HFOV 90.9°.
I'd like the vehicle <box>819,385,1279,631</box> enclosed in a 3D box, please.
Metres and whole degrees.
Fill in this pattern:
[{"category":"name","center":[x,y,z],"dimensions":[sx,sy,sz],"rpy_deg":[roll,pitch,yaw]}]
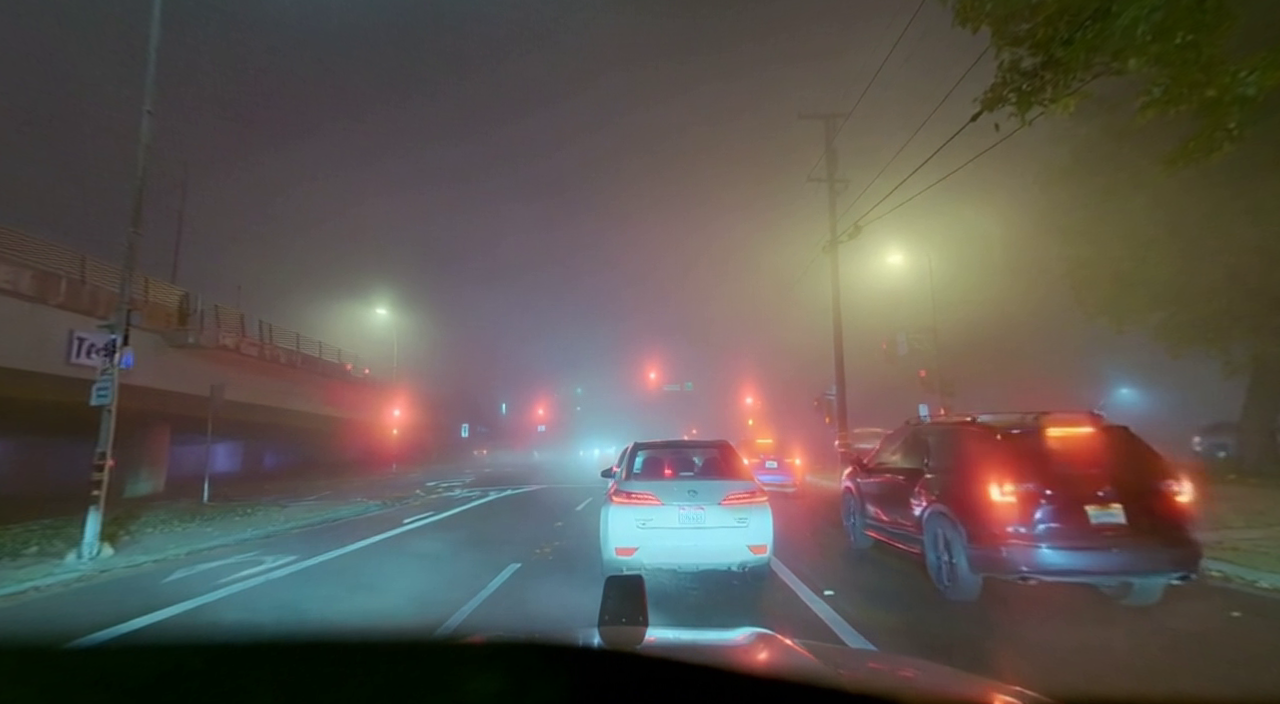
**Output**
[{"category":"vehicle","center":[3.647,1.469,6.931],"dimensions":[2.062,1.781,4.488],"rpy_deg":[0,-8,0]}]

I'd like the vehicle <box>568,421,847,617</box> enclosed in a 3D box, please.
[{"category":"vehicle","center":[0.529,1.576,6.929],"dimensions":[2.101,1.467,4.210],"rpy_deg":[0,-8,1]}]

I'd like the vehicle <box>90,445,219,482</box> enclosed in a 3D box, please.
[{"category":"vehicle","center":[-23.142,5.330,30.206],"dimensions":[4.474,1.673,2.010],"rpy_deg":[0,-8,1]}]

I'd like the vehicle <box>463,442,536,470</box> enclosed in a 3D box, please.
[{"category":"vehicle","center":[-7.657,5.692,34.794],"dimensions":[1.873,1.462,4.283],"rpy_deg":[-3,-9,19]}]
